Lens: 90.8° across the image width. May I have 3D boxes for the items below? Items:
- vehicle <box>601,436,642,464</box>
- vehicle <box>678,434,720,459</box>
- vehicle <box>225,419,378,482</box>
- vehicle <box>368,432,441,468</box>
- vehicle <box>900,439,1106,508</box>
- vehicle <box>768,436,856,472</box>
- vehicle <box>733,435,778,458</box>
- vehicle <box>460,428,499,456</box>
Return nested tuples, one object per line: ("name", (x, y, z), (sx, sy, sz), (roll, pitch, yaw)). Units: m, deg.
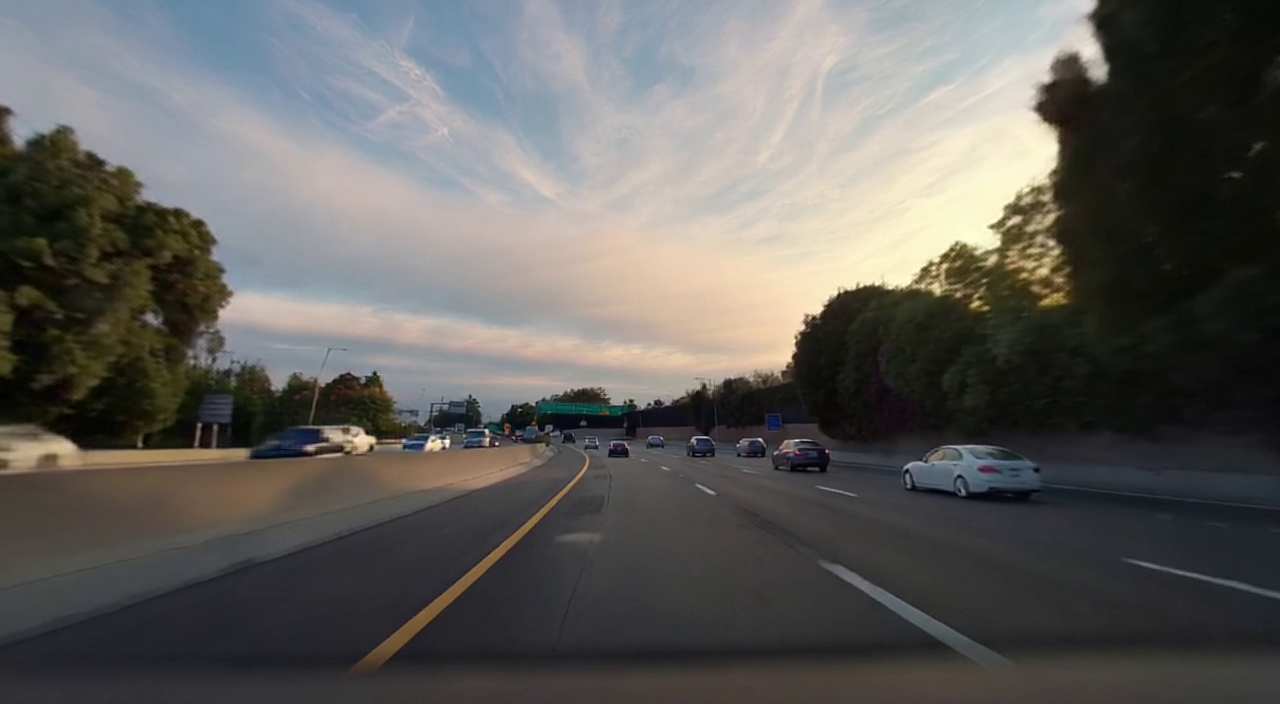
("vehicle", (-1.130, 5.604, 36.314), (2.090, 1.510, 4.280), (1, -8, -4))
("vehicle", (4.009, 6.509, 43.612), (2.094, 1.652, 3.955), (1, -8, -6))
("vehicle", (-10.048, 2.979, 19.292), (2.174, 1.654, 4.680), (1, -8, -2))
("vehicle", (-10.434, 4.391, 28.380), (1.844, 1.451, 4.488), (1, -8, -4))
("vehicle", (8.288, 2.788, 15.029), (2.042, 1.390, 4.386), (1, -8, -4))
("vehicle", (7.671, 4.619, 28.755), (2.196, 1.494, 4.735), (1, -8, -7))
("vehicle", (8.733, 7.207, 48.254), (2.056, 1.609, 4.761), (1, -8, -6))
("vehicle", (-11.915, 6.730, 47.218), (2.064, 1.918, 4.078), (1, -8, -4))
